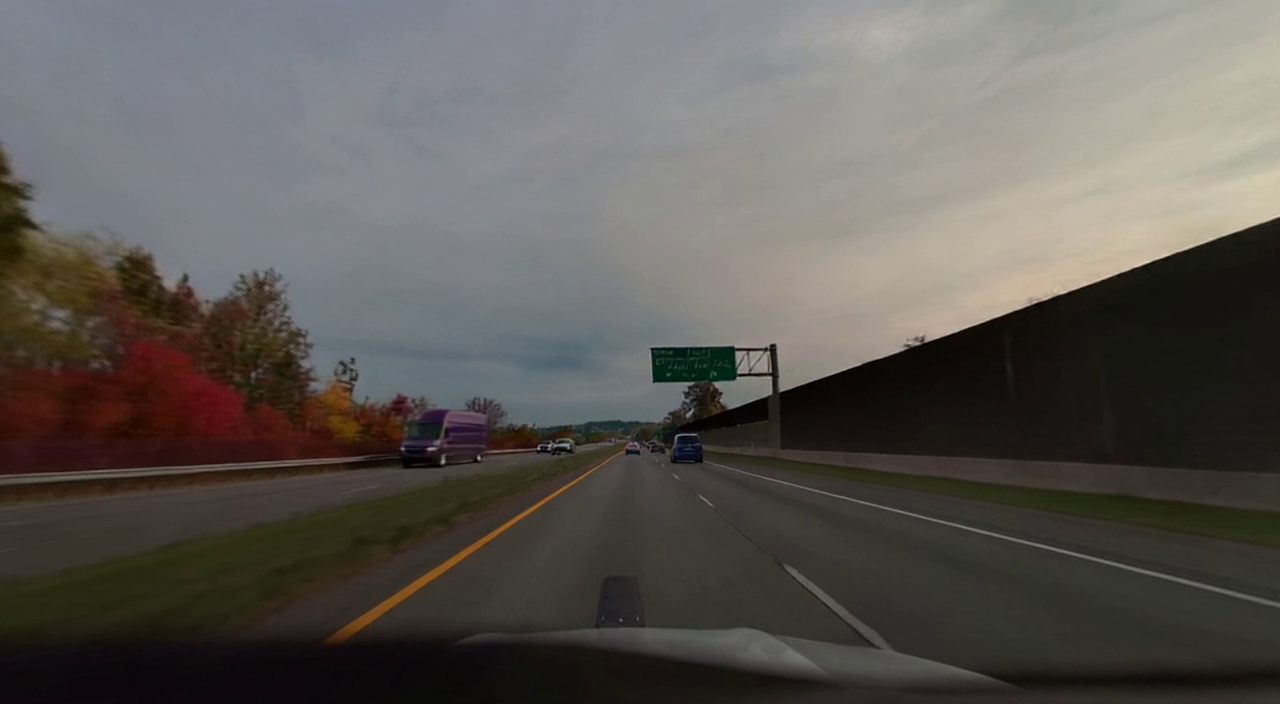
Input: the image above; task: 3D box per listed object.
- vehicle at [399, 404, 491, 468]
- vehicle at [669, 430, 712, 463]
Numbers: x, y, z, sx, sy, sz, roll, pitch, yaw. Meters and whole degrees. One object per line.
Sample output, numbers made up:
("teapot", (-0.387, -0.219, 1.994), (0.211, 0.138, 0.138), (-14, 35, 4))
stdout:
("vehicle", (-12.511, 5.586, 41.523), (3.010, 3.699, 9.465), (0, -8, 0))
("vehicle", (3.301, 6.346, 42.442), (2.393, 2.072, 4.958), (0, -8, -2))
